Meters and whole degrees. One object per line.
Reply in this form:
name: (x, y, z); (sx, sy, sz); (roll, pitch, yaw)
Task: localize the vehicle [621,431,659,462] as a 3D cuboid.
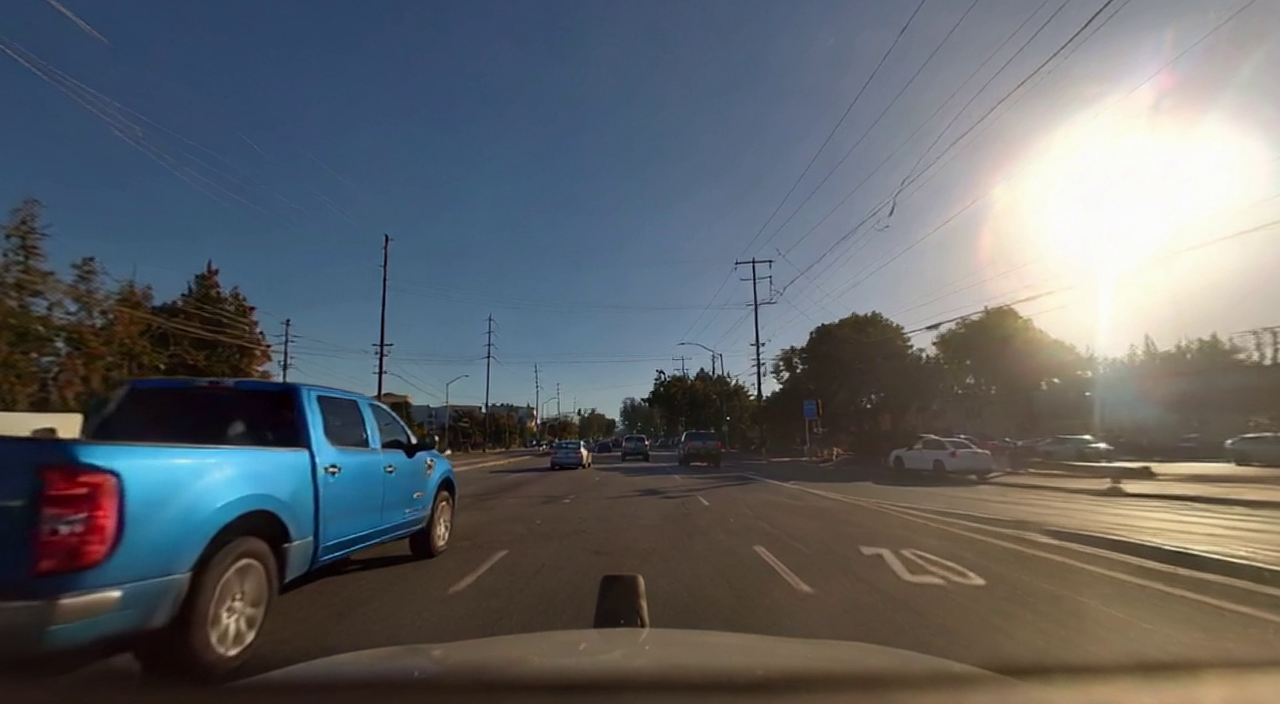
vehicle: (0.004, 7.041, 47.084); (2.643, 2.145, 5.585); (0, -8, 0)

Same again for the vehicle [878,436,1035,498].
vehicle: (9.369, 3.407, 19.192); (2.010, 1.633, 4.246); (1, -9, -11)

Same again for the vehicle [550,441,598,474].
vehicle: (-3.169, 5.171, 31.209); (1.939, 1.494, 4.499); (0, -8, 0)

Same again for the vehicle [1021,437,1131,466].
vehicle: (23.357, 5.384, 34.101); (1.973, 1.436, 4.626); (2, -9, -15)

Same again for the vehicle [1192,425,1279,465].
vehicle: (27.867, 4.138, 28.022); (2.012, 1.701, 4.524); (5, -10, -32)

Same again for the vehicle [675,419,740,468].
vehicle: (4.012, 5.695, 39.258); (2.905, 2.636, 6.895); (-2, -9, -2)

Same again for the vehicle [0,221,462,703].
vehicle: (-3.620, 1.009, 5.371); (2.402, 2.194, 6.051); (0, -8, 0)
